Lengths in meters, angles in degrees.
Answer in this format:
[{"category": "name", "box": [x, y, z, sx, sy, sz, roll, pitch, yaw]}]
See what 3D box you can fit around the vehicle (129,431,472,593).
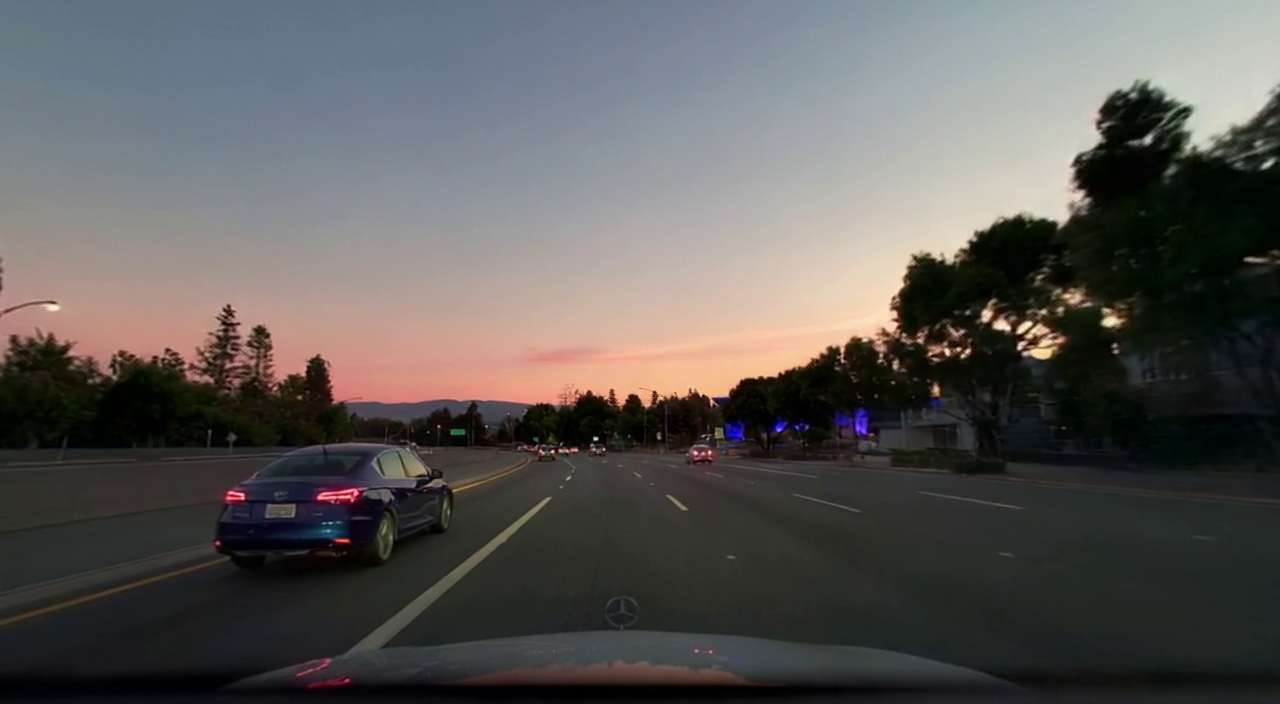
[{"category": "vehicle", "box": [-3.726, 1.811, 8.091, 2.018, 1.476, 4.364, 0, -9, -1]}]
